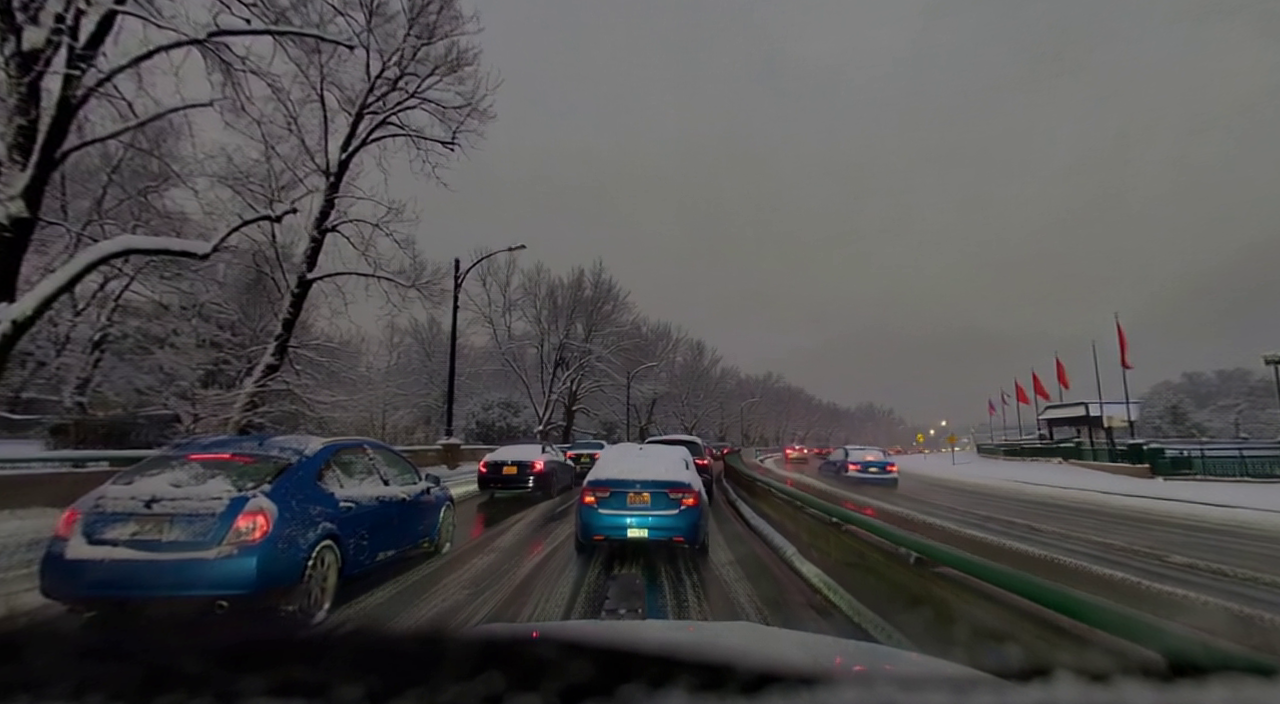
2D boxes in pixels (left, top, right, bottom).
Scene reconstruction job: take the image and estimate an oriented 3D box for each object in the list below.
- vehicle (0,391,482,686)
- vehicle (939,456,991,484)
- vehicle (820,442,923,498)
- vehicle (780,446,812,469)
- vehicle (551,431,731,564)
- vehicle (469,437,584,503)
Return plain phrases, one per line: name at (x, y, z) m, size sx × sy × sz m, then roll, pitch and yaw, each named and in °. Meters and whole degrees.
vehicle at (-3.093, 1.367, 5.766) m, size 1.988 × 1.635 × 4.260 m, roll 0°, pitch -9°, yaw 3°
vehicle at (21.939, 7.938, 42.655) m, size 1.946 × 1.649 × 4.326 m, roll -1°, pitch -9°, yaw 11°
vehicle at (7.521, 3.851, 21.001) m, size 2.011 × 1.610 × 4.568 m, roll 0°, pitch -9°, yaw 4°
vehicle at (11.151, 7.539, 45.142) m, size 1.944 × 1.544 × 4.301 m, roll -1°, pitch -9°, yaw 11°
vehicle at (0.138, 2.020, 9.525) m, size 2.090 × 1.506 × 4.276 m, roll 0°, pitch -9°, yaw 4°
vehicle at (-2.934, 3.178, 17.424) m, size 1.974 × 1.549 × 4.603 m, roll 0°, pitch -9°, yaw 5°
